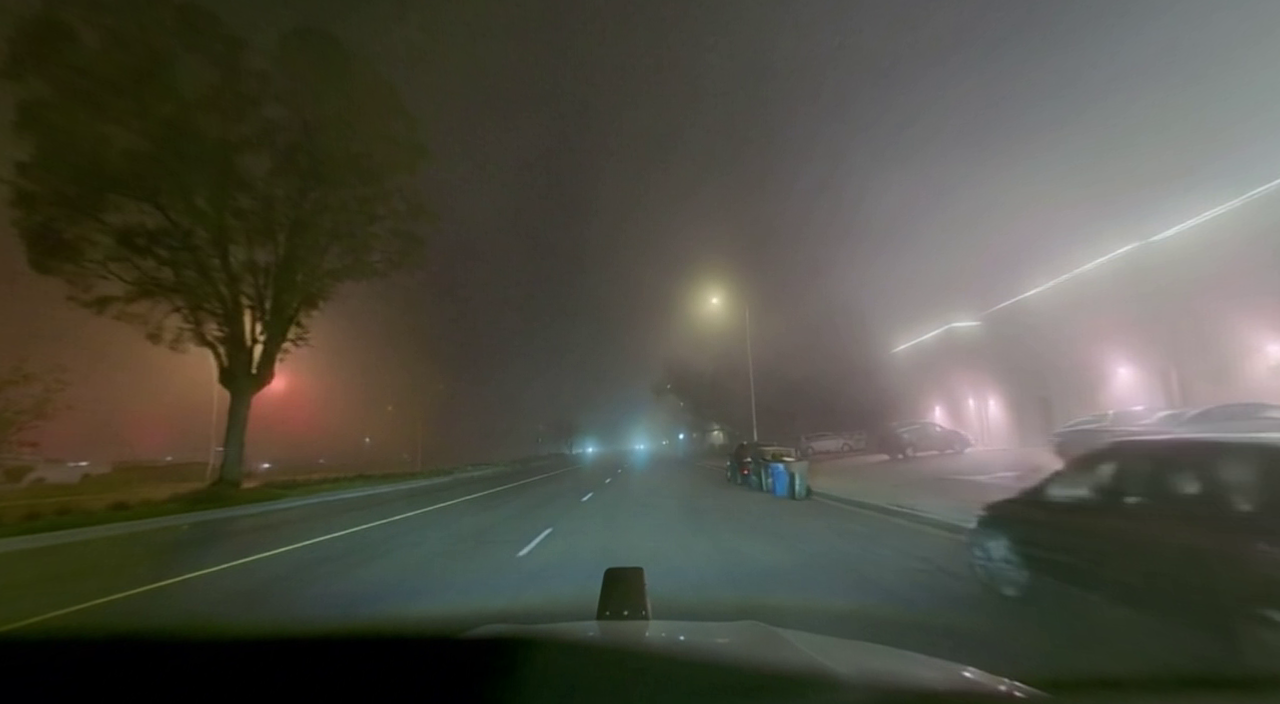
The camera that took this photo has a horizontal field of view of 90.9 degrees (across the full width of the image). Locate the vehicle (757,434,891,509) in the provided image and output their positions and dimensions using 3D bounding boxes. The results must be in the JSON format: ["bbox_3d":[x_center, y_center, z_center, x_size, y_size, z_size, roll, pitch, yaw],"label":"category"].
[{"bbox_3d":[4.406,2.930,16.074,1.962,1.590,5.179,0,-8,1],"label":"vehicle"}]

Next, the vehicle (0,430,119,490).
[{"bbox_3d":[-36.129,6.546,38.635,2.736,3.317,6.453,0,-8,0],"label":"vehicle"}]

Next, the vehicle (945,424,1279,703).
[{"bbox_3d":[4.024,1.202,3.855,2.026,1.447,4.721,0,-8,1],"label":"vehicle"}]

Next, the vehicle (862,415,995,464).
[{"bbox_3d":[11.952,3.652,26.355,4.433,1.621,1.995,-4,-8,1],"label":"vehicle"}]

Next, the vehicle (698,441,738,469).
[{"bbox_3d":[4.748,6.329,39.004,1.906,1.620,4.837,0,-8,0],"label":"vehicle"}]
